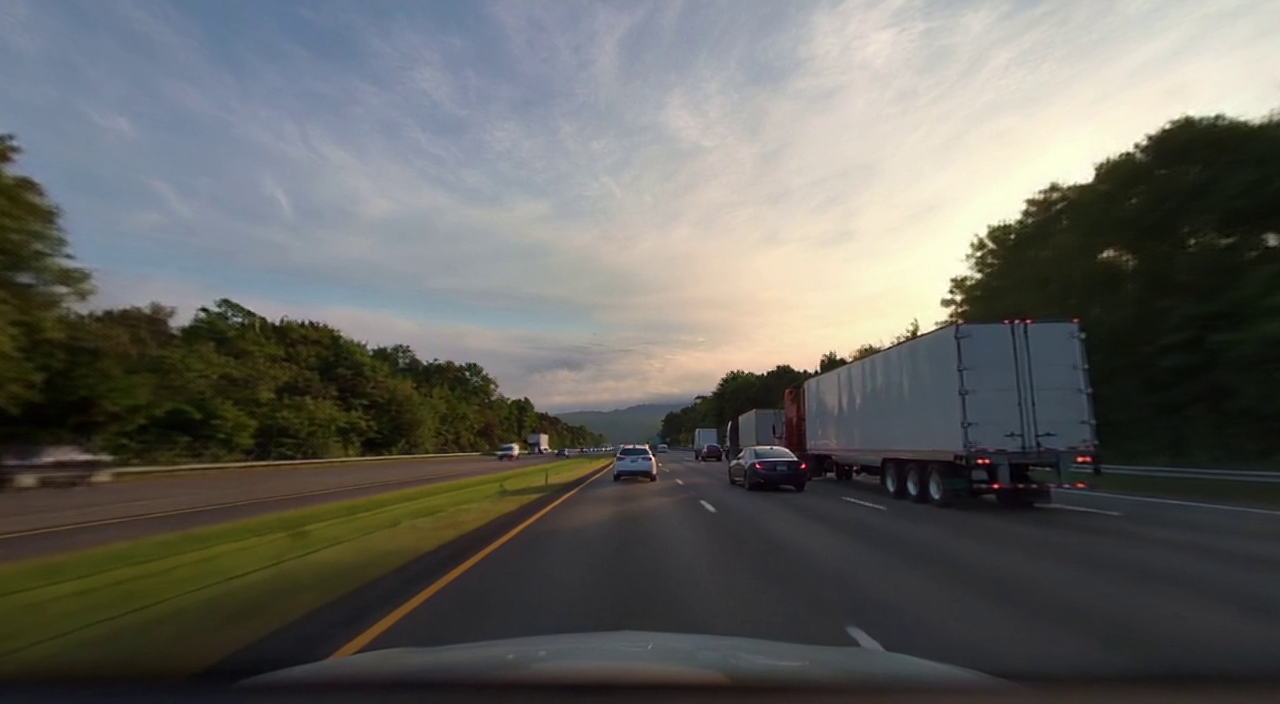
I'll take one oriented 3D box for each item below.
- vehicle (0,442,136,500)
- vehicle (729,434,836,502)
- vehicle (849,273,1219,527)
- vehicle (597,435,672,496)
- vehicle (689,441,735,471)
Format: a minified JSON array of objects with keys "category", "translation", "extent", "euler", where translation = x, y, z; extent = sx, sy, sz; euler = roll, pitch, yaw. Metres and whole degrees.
[{"category":"vehicle","translation":[-19.564,3.829,20.649],"extent":[2.139,1.674,4.733],"euler":[0,-9,1]},{"category":"vehicle","translation":[3.686,3.078,17.021],"extent":[1.920,1.594,3.867],"euler":[0,-9,-1]},{"category":"vehicle","translation":[7.615,1.366,14.324],"extent":[2.823,4.063,8.485],"euler":[0,-9,0]},{"category":"vehicle","translation":[-0.136,3.349,18.842],"extent":[2.023,1.618,3.628],"euler":[0,-9,0]},{"category":"vehicle","translation":[4.185,6.086,37.148],"extent":[2.150,1.632,4.260],"euler":[0,-9,-1]}]
